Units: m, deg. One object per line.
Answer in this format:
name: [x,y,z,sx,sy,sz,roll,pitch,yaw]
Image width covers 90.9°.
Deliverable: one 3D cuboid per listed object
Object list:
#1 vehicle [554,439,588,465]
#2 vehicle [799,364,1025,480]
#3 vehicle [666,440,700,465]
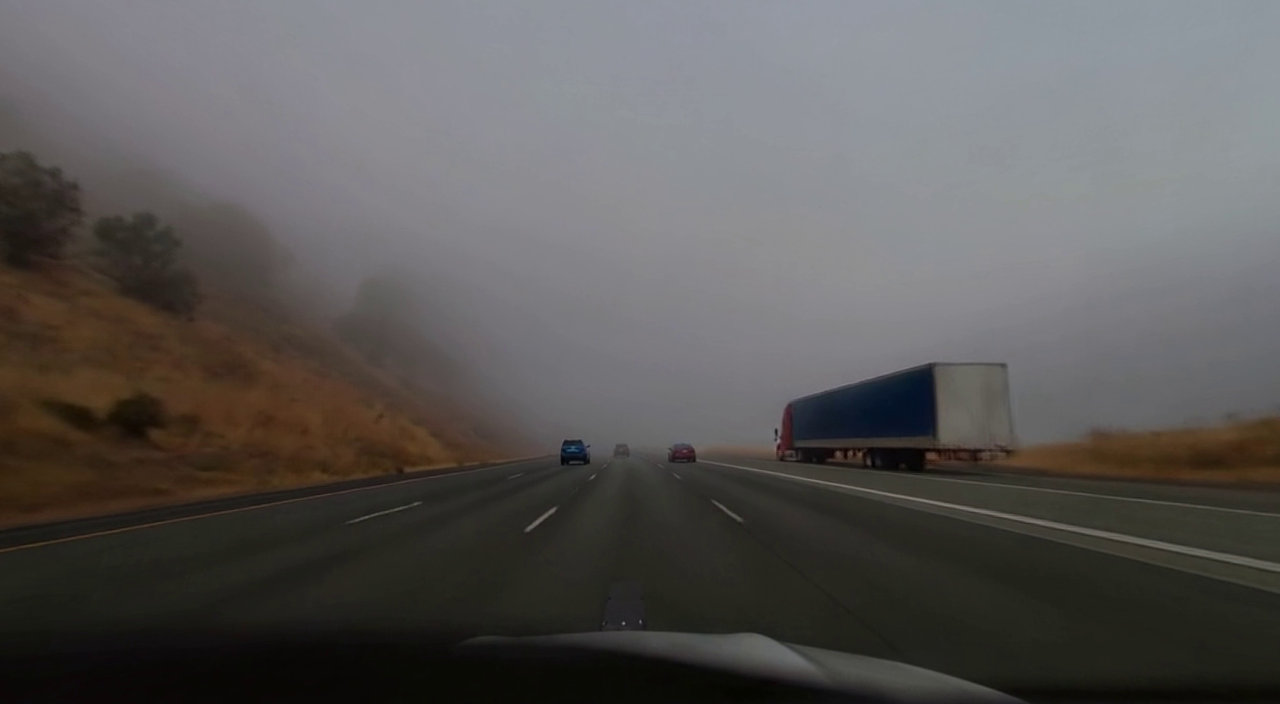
vehicle: [-5.077,7.464,47.225,2.120,1.855,4.619,0,-8,-1]
vehicle: [11.783,3.713,30.786,2.953,4.129,16.568,0,-8,-3]
vehicle: [3.066,7.230,45.525,1.995,1.712,4.206,0,-8,-3]
